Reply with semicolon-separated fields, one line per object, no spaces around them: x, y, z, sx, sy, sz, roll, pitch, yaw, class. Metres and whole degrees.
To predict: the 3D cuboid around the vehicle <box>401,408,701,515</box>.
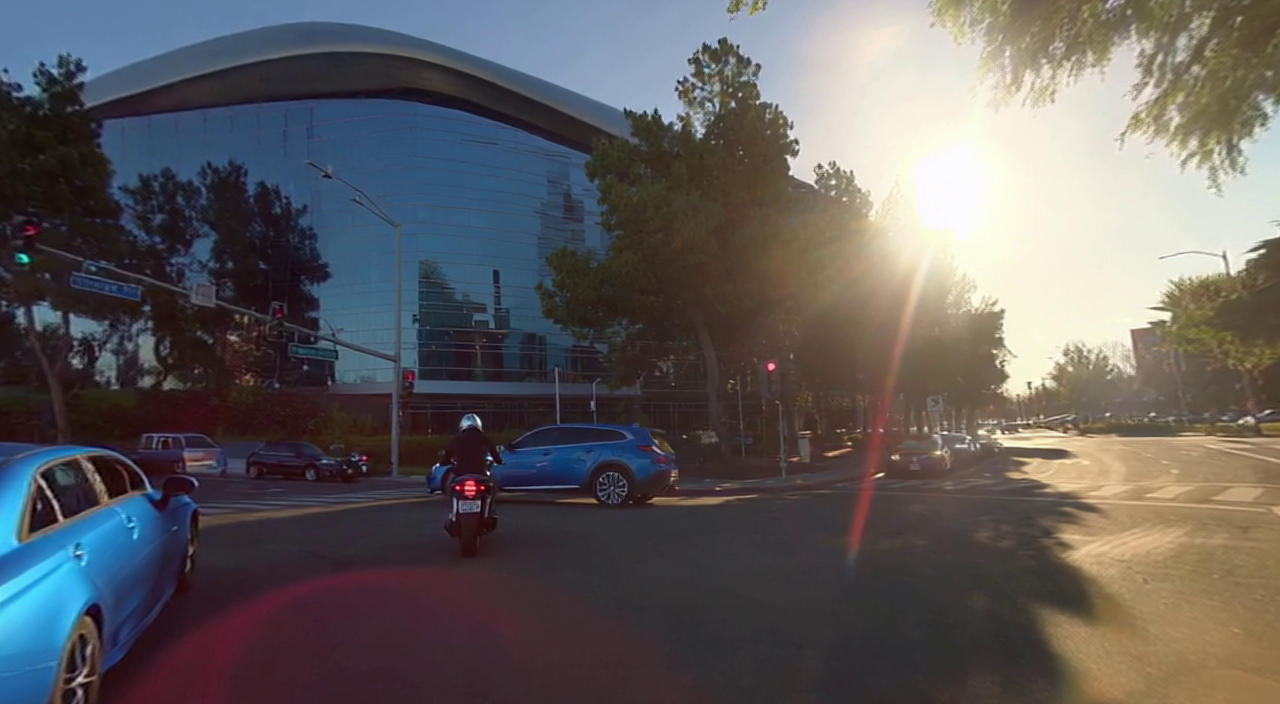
-1.868;2.263;13.506;5.833;1.960;2.341;2;-9;-16;vehicle

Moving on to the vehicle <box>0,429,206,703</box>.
-4.323;1.297;4.283;2.009;1.450;4.182;6;-10;-36;vehicle

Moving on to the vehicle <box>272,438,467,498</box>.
-7.150;3.087;17.012;4.401;1.480;1.864;-1;-8;3;vehicle

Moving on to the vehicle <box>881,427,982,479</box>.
10.622;3.608;22.798;2.084;1.656;4.583;-7;-11;39;vehicle
